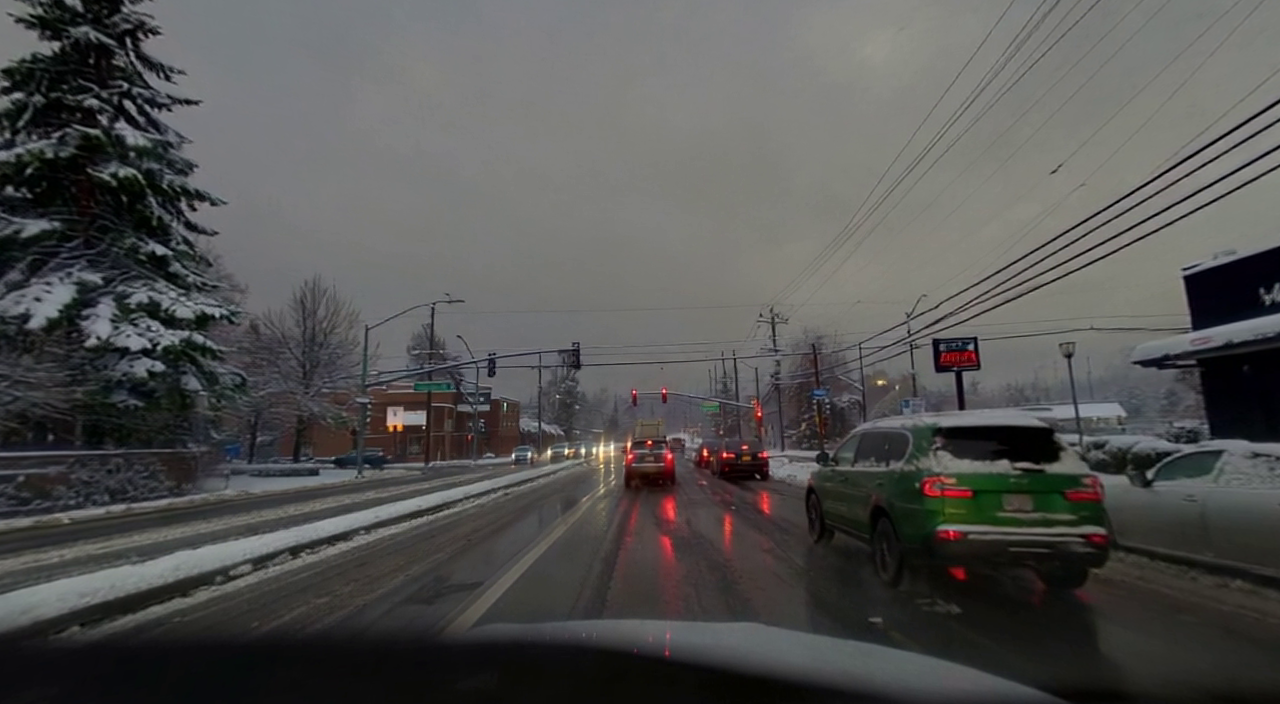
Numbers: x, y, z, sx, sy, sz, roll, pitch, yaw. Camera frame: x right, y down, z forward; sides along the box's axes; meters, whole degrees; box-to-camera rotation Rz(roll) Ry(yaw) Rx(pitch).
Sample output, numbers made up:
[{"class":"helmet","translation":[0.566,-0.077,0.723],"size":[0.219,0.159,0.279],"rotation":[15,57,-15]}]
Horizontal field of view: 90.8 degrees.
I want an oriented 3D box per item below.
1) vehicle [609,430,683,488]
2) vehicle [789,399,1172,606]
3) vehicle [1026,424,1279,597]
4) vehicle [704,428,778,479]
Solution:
[{"class":"vehicle","translation":[0.201,3.412,20.449],"size":[2.149,1.668,3.962],"rotation":[0,-9,1]},{"class":"vehicle","translation":[3.191,1.507,7.178],"size":[1.998,1.620,4.267],"rotation":[0,-9,1]},{"class":"vehicle","translation":[6.299,1.478,6.317],"size":[1.906,1.435,4.670],"rotation":[0,-9,0]},{"class":"vehicle","translation":[3.812,3.945,24.715],"size":[2.060,1.789,4.712],"rotation":[0,-9,-1]}]
